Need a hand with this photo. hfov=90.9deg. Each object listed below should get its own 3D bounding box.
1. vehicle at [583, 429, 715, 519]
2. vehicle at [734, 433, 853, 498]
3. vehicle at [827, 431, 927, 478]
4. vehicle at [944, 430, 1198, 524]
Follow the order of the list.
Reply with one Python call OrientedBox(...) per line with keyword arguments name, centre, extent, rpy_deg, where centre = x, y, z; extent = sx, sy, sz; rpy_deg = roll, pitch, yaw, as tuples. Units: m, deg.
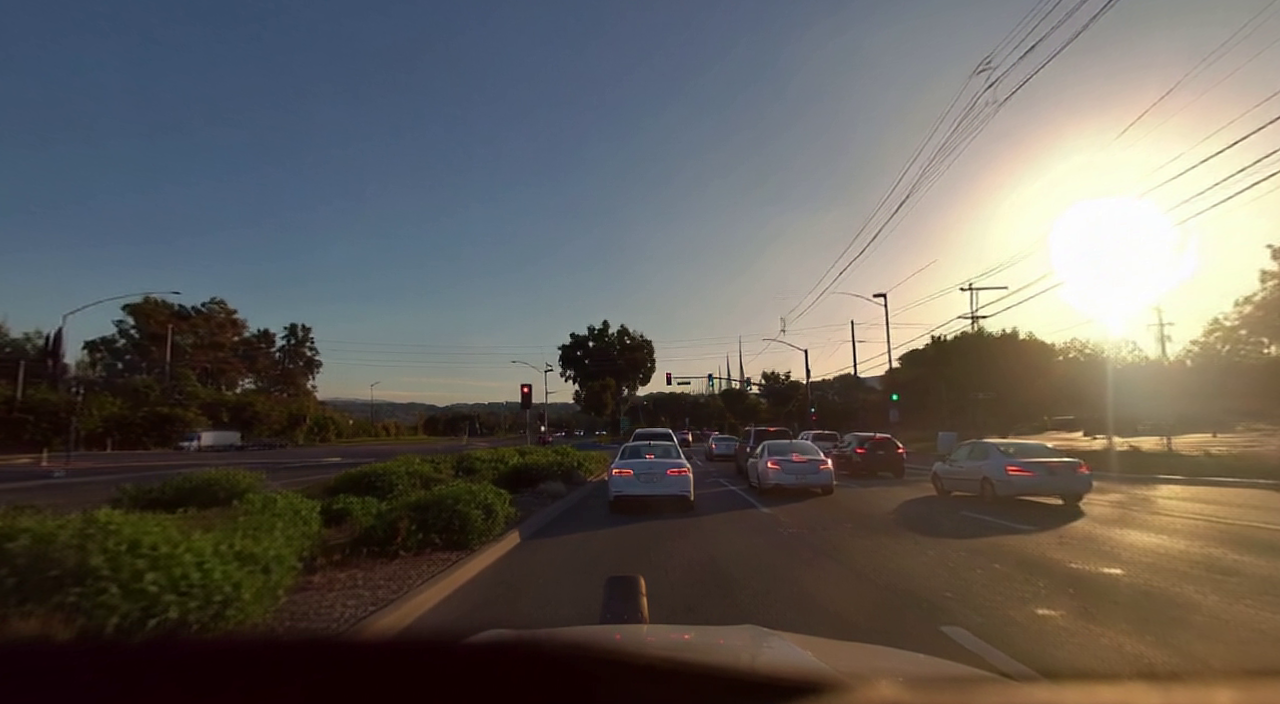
OrientedBox(name="vehicle", centre=(0.174, 2.382, 12.833), extent=(2.208, 1.498, 4.401), rpy_deg=(0, -8, 1))
OrientedBox(name="vehicle", centre=(3.828, 2.926, 16.626), extent=(2.028, 1.454, 4.531), rpy_deg=(0, -8, 1))
OrientedBox(name="vehicle", centre=(8.650, 3.781, 23.498), extent=(1.966, 1.536, 4.666), rpy_deg=(0, -8, 1))
OrientedBox(name="vehicle", centre=(7.974, 2.337, 12.346), extent=(1.905, 1.483, 4.469), rpy_deg=(-1, -8, 2))
